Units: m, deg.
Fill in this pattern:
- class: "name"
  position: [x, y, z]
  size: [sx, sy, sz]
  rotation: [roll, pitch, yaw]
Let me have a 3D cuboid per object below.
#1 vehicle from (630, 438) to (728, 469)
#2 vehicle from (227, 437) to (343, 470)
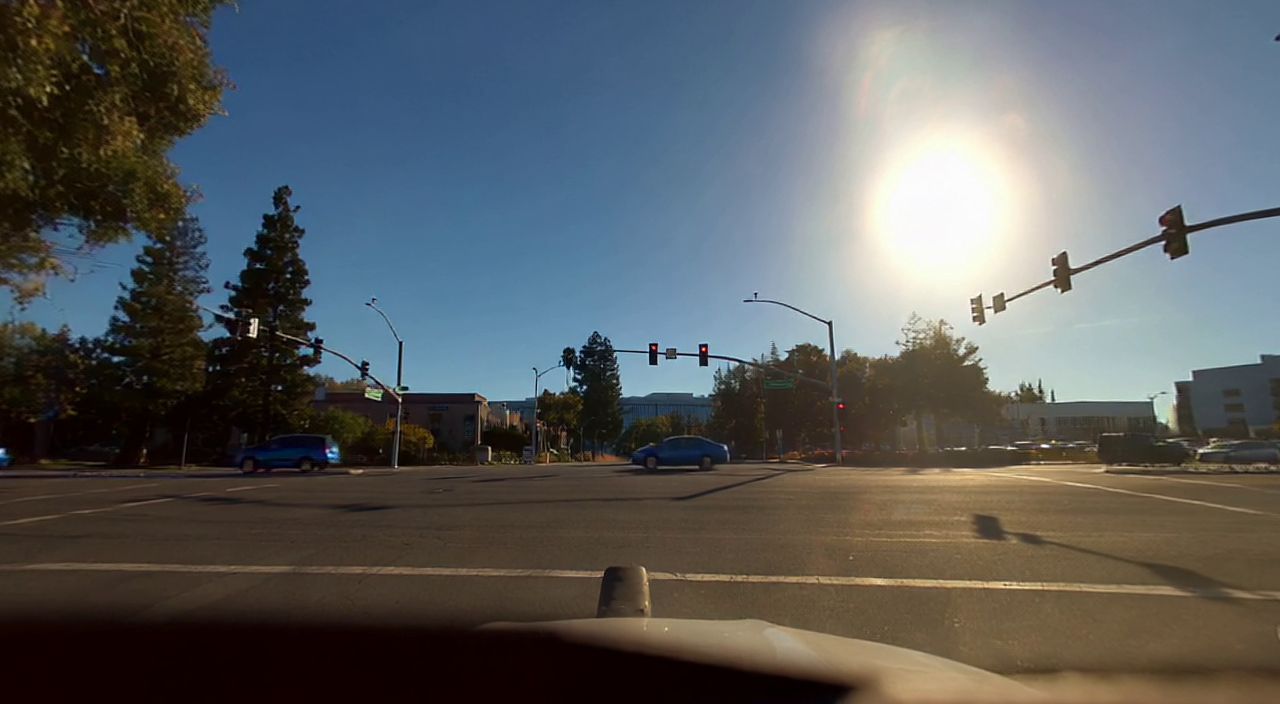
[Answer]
- class: "vehicle"
  position: [1.888, 5.017, 31.147]
  size: [4.681, 1.465, 1.820]
  rotation: [0, -9, 2]
- class: "vehicle"
  position: [-17.790, 5.084, 31.731]
  size: [4.735, 1.588, 1.877]
  rotation: [0, -9, 2]
